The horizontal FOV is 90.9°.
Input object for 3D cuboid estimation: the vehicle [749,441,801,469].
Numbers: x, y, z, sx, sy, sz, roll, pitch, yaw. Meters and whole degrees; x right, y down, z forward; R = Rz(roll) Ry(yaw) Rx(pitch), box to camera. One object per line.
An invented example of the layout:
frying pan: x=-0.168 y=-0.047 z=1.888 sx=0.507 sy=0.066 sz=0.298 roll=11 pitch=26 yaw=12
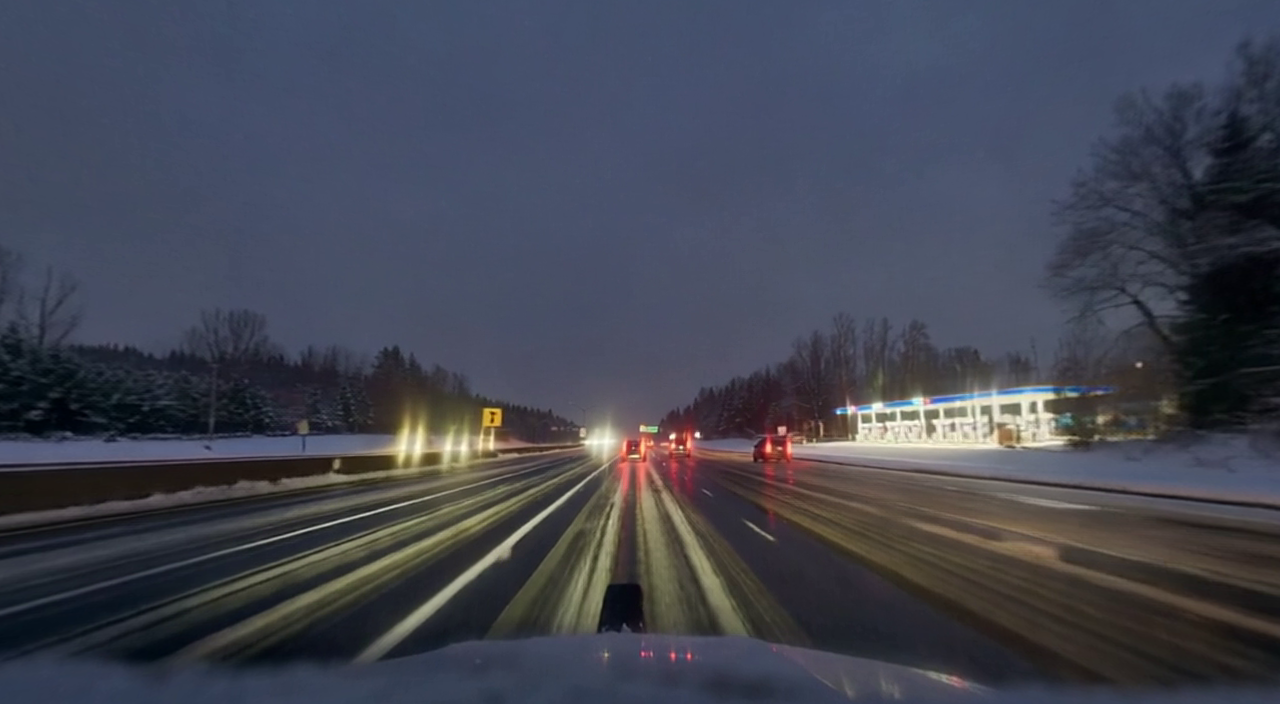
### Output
vehicle: x=7.514 y=5.740 z=35.455 sx=1.867 sy=1.463 sz=4.295 roll=0 pitch=-8 yaw=-1

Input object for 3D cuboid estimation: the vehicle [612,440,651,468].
vehicle: x=-0.483 y=5.684 z=35.323 sx=1.999 sy=1.473 sz=4.351 roll=0 pitch=-8 yaw=-1
